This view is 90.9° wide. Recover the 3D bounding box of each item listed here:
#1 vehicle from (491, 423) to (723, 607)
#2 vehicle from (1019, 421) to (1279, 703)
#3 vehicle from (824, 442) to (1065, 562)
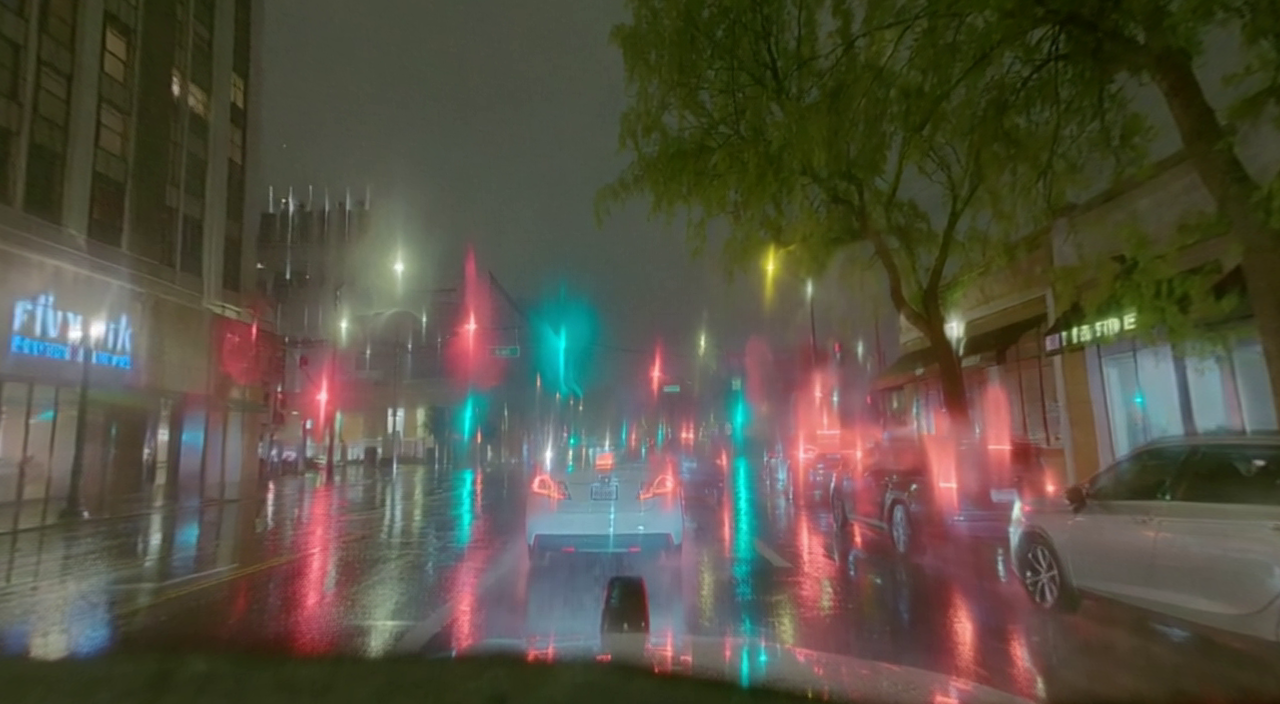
[{"bbox_3d":[-0.285,1.607,7.076,1.888,1.489,3.703,0,-8,-1],"label":"vehicle"},{"bbox_3d":[3.177,0.827,1.109,2.006,1.496,4.767,0,-9,-1],"label":"vehicle"},{"bbox_3d":[4.564,2.264,10.421,1.912,1.505,4.618,-1,-8,3],"label":"vehicle"}]
